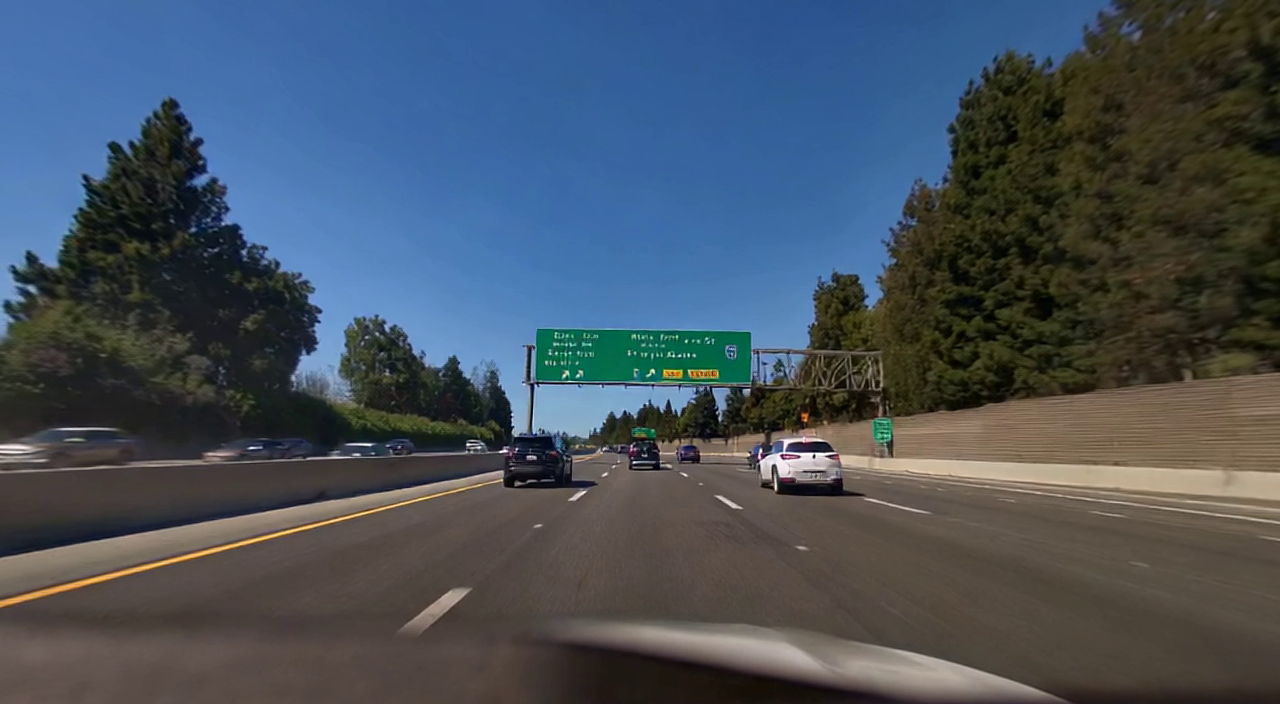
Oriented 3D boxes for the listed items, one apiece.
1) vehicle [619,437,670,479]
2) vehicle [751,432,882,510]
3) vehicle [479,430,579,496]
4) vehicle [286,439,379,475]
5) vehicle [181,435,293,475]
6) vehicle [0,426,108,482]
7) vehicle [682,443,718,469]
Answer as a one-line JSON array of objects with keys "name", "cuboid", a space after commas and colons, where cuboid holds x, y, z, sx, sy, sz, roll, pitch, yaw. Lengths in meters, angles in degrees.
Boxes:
[{"name": "vehicle", "cuboid": [0.189, 4.836, 28.900, 2.181, 1.728, 3.970, 0, -9, 0]}, {"name": "vehicle", "cuboid": [4.277, 2.963, 16.197, 2.041, 1.669, 4.712, 0, -9, 1]}, {"name": "vehicle", "cuboid": [-3.284, 3.421, 19.745, 2.199, 1.777, 4.790, 0, -9, 1]}, {"name": "vehicle", "cuboid": [-13.937, 4.784, 28.893, 1.947, 1.508, 4.478, 0, -9, 1]}, {"name": "vehicle", "cuboid": [-18.000, 4.620, 28.412, 2.050, 1.656, 4.475, 0, -9, 0]}, {"name": "vehicle", "cuboid": [-22.030, 3.644, 22.562, 1.993, 1.812, 4.418, 0, -9, 0]}, {"name": "vehicle", "cuboid": [4.177, 7.321, 44.555, 2.022, 1.682, 4.226, 1, -9, -1]}]
